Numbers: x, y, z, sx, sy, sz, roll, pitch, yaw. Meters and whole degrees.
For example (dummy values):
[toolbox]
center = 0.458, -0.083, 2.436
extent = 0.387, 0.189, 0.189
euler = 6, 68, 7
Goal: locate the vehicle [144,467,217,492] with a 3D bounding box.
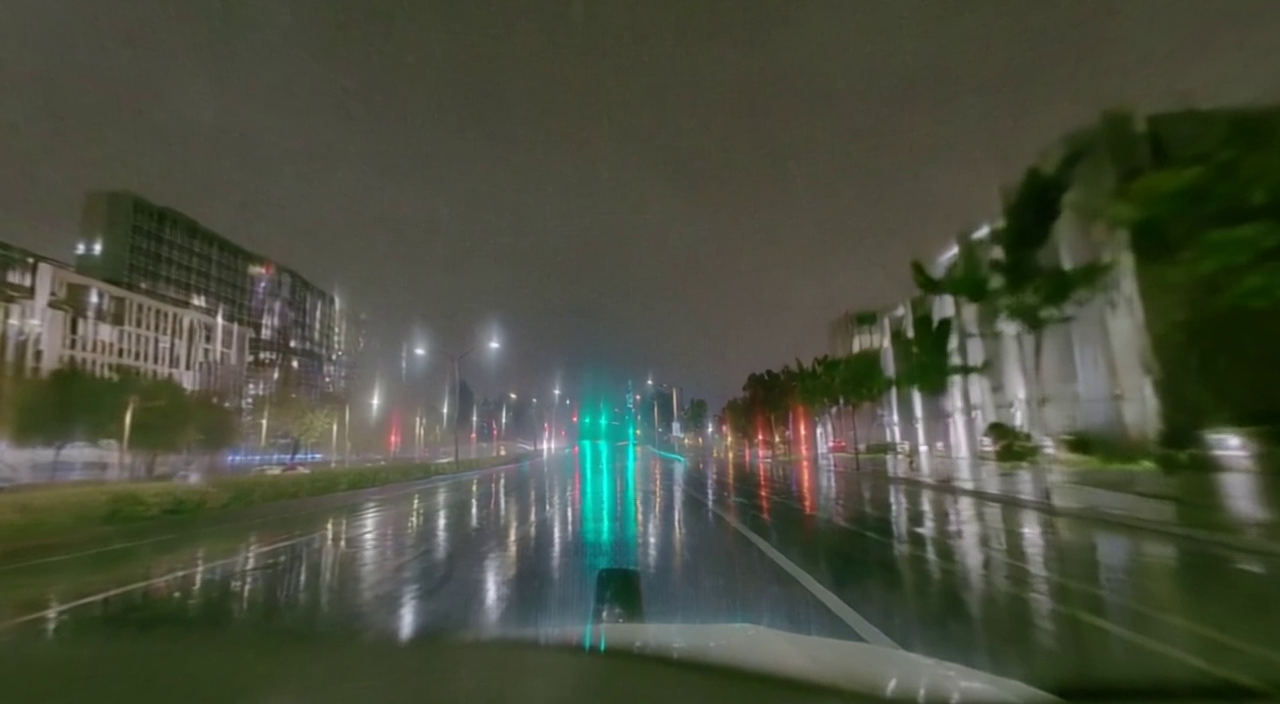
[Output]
[vehicle]
center = -33.526, 9.282, 46.221
extent = 2.020, 1.552, 4.568
euler = 0, -8, -2
